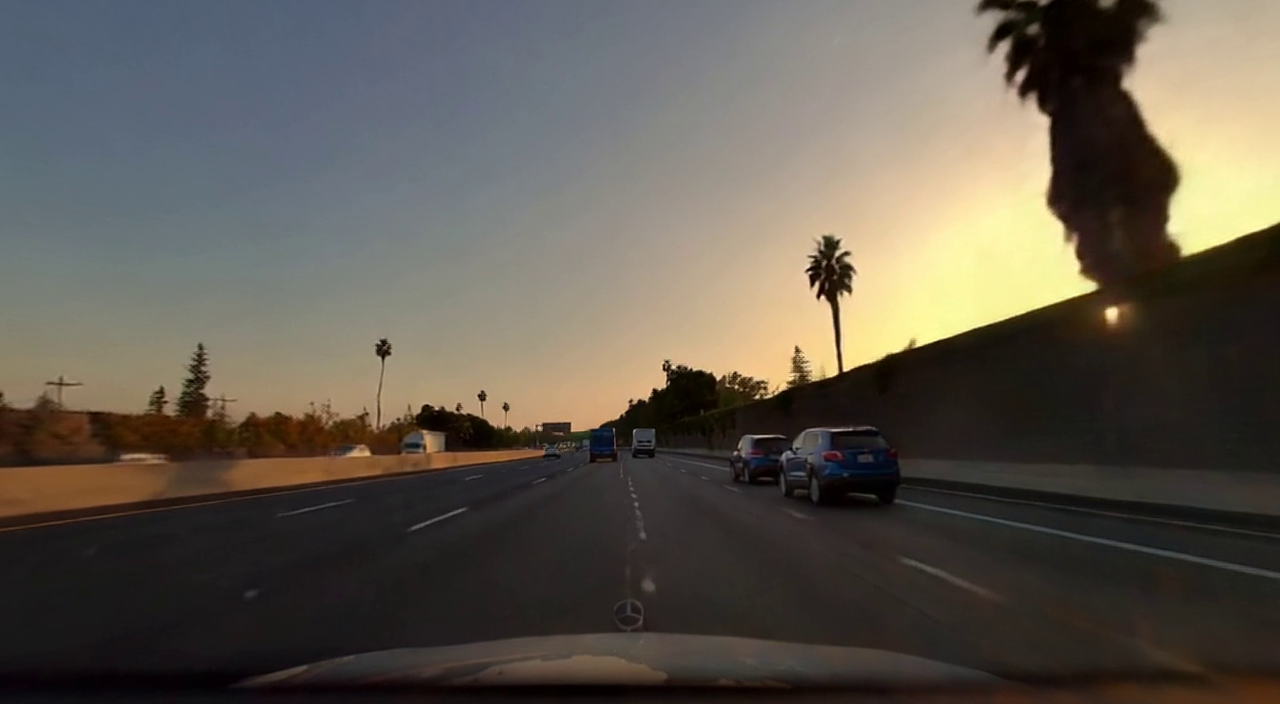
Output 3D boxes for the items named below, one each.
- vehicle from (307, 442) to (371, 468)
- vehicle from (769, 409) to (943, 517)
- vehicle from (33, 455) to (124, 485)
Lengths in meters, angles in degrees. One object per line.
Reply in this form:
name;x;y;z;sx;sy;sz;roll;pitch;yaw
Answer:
vehicle;-20.377;7.003;42.933;2.080;1.639;4.832;0;-8;-1
vehicle;5.024;2.683;15.708;2.408;2.210;4.999;0;-8;-2
vehicle;-27.370;5.731;30.869;1.447;1.315;3.272;0;-8;-1
